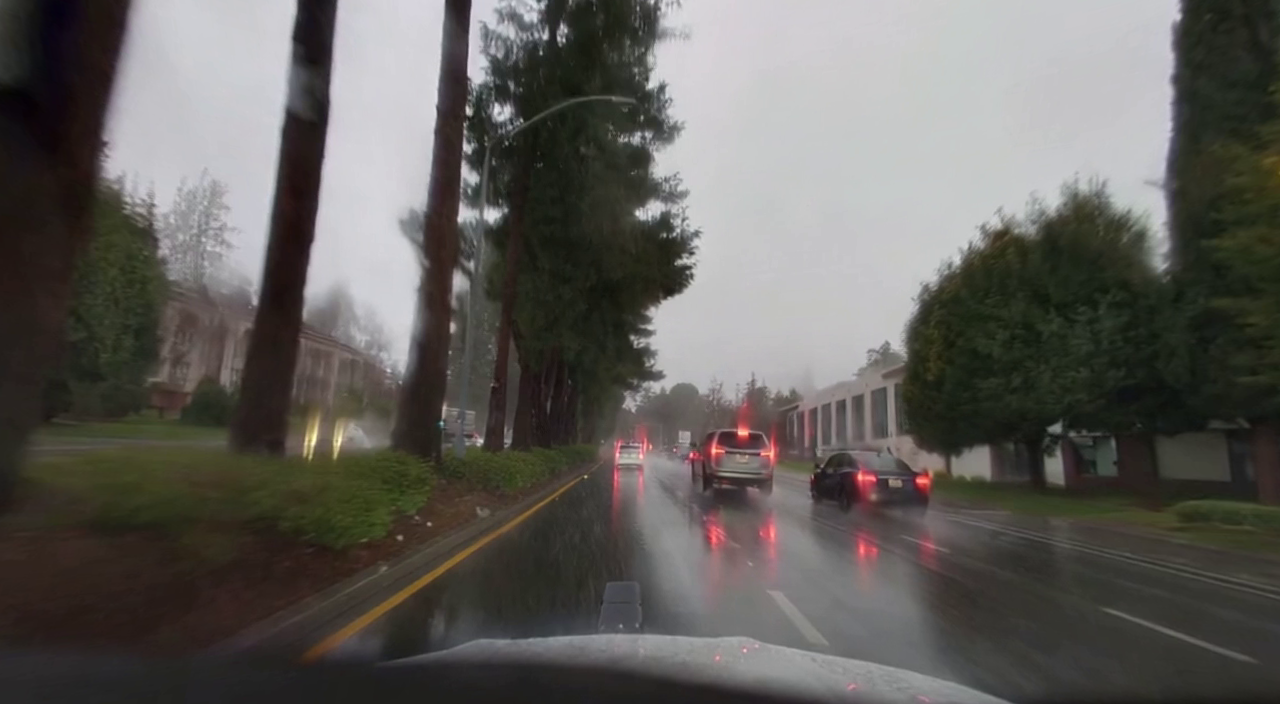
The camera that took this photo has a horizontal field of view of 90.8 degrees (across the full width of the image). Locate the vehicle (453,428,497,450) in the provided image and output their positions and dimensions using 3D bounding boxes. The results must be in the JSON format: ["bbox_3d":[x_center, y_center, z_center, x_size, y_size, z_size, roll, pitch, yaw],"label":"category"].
[{"bbox_3d":[-12.002,6.394,46.238,1.857,1.501,4.575,0,-9,1],"label":"vehicle"}]

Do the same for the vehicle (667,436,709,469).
[{"bbox_3d":[2.634,5.636,35.435,1.922,1.708,4.126,0,-8,-2],"label":"vehicle"}]

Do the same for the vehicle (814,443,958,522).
[{"bbox_3d":[6.259,3.312,16.687,1.913,1.777,4.269,1,-8,-2],"label":"vehicle"}]

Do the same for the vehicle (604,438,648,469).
[{"bbox_3d":[-0.700,5.107,31.983,2.119,1.460,3.847,0,-8,-1],"label":"vehicle"}]

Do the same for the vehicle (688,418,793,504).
[{"bbox_3d":[2.667,3.006,17.754,2.035,1.940,4.299,4,-9,-2],"label":"vehicle"}]
